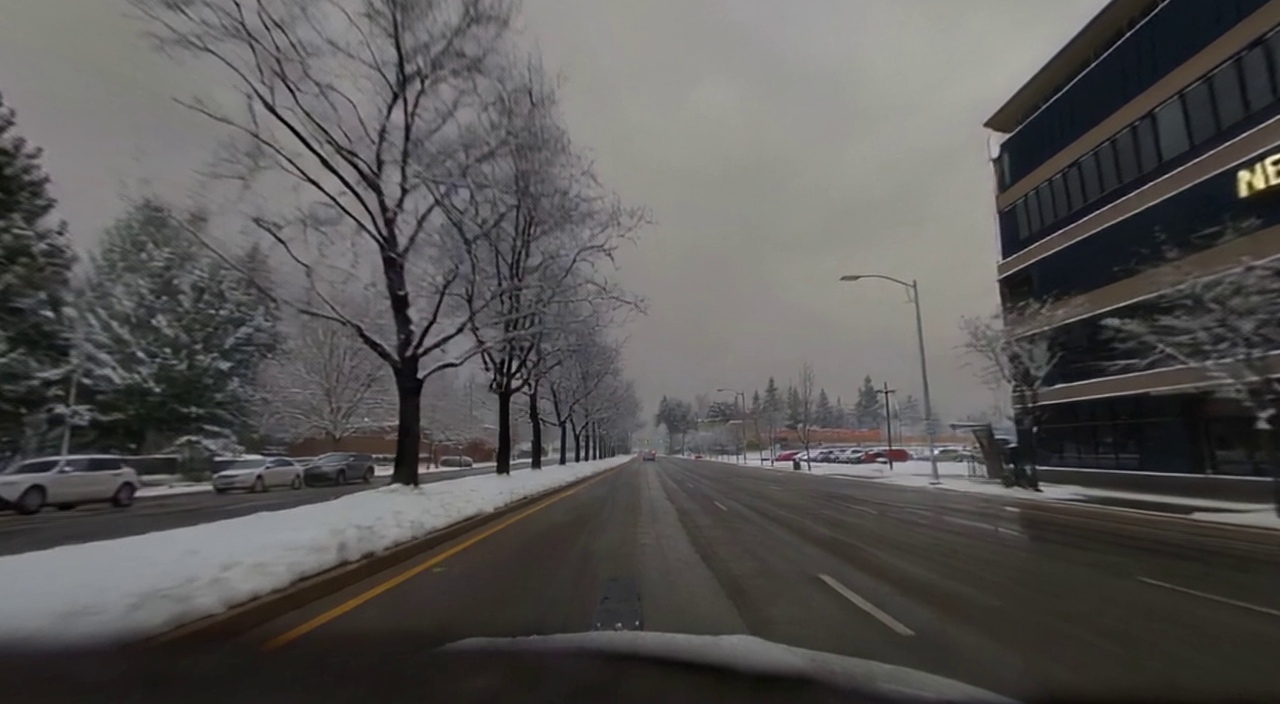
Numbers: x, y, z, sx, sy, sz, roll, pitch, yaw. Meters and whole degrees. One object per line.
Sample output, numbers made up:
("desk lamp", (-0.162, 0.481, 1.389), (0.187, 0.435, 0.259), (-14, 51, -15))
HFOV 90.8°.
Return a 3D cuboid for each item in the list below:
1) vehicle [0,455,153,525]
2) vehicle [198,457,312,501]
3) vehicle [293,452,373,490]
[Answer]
("vehicle", (-16.592, 3.780, 17.932), (1.898, 1.661, 4.471), (0, -9, 1))
("vehicle", (-16.617, 5.450, 27.604), (1.944, 1.669, 4.613), (0, -9, 1))
("vehicle", (-16.837, 6.509, 34.976), (1.993, 1.887, 4.722), (0, -9, 0))
